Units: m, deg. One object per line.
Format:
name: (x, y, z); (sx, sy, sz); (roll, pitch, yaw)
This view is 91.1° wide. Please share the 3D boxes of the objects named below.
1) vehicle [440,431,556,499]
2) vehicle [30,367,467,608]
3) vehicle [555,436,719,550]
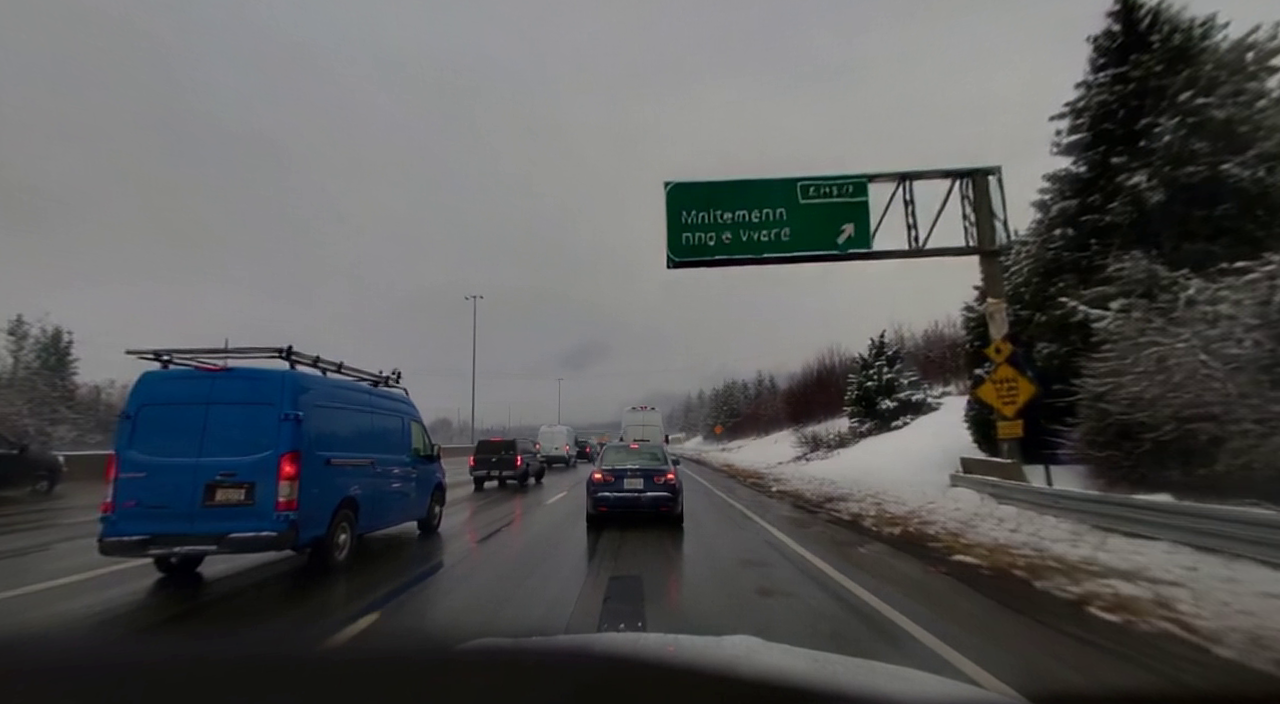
vehicle: (-3.837, 3.141, 17.892); (2.114, 1.657, 4.432); (0, -8, 2)
vehicle: (-3.844, 1.436, 7.483); (2.142, 1.952, 4.556); (0, -8, 1)
vehicle: (-0.058, 2.081, 10.002); (2.054, 1.421, 4.090); (0, -8, -1)
